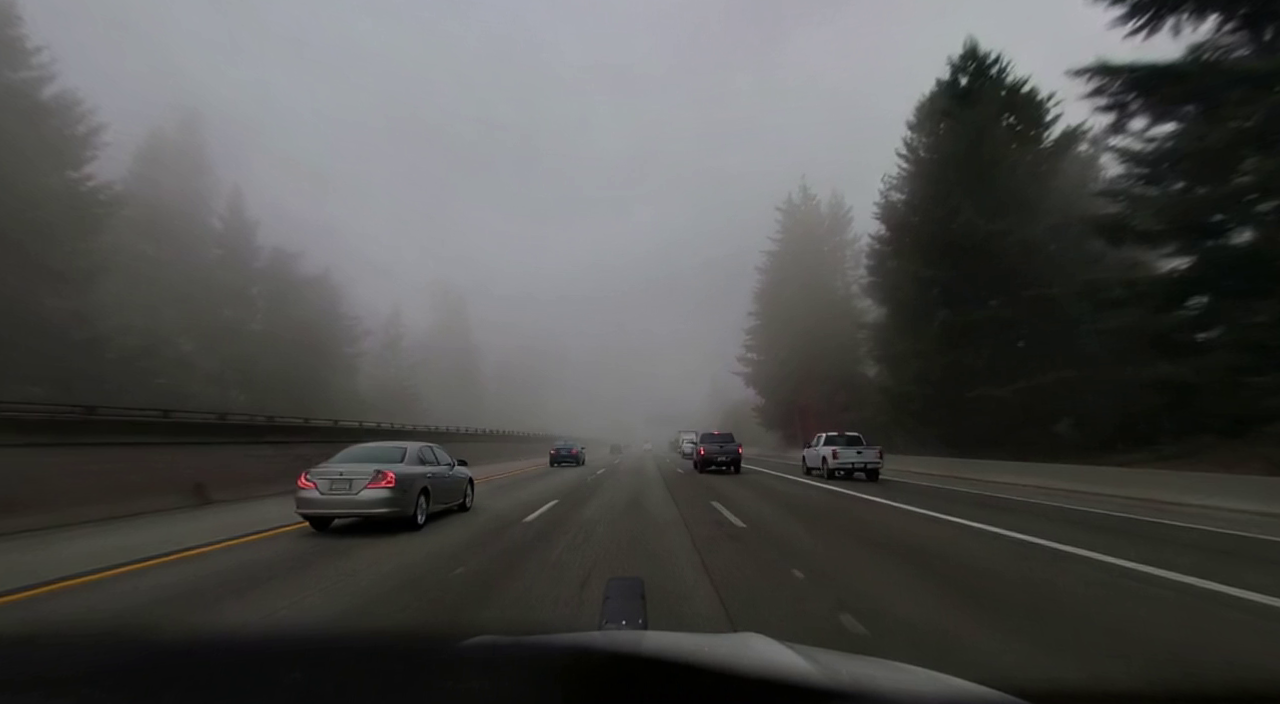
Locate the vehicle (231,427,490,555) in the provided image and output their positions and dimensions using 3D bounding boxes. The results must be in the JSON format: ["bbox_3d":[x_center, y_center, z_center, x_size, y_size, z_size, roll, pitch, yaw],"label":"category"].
[{"bbox_3d":[-3.772,1.936,9.481,1.978,1.473,4.073,0,-8,1],"label":"vehicle"}]

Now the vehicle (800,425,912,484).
[{"bbox_3d":[7.989,3.868,24.089,2.291,1.968,5.662,0,-8,0],"label":"vehicle"}]

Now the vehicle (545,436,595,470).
[{"bbox_3d":[-3.510,5.148,32.351,2.020,1.628,4.248,0,-8,1],"label":"vehicle"}]

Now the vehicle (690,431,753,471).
[{"bbox_3d":[4.201,5.236,33.506,2.517,1.935,5.552,0,-8,-1],"label":"vehicle"}]
